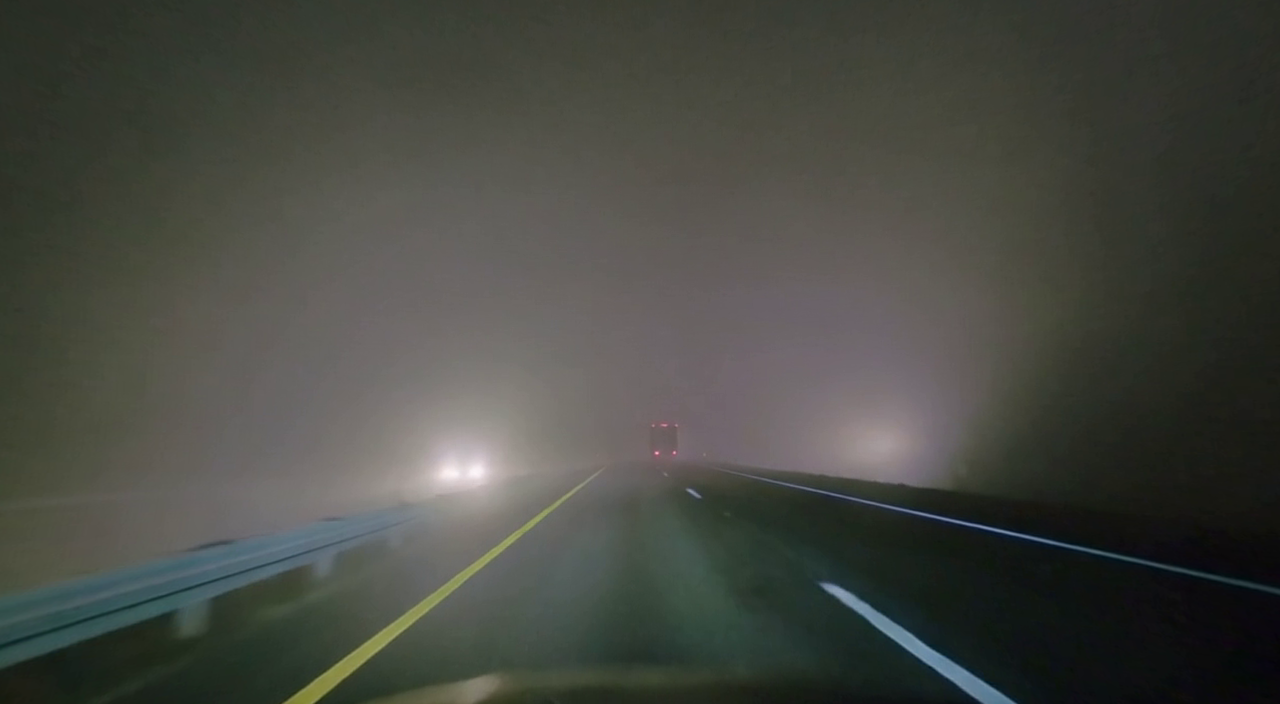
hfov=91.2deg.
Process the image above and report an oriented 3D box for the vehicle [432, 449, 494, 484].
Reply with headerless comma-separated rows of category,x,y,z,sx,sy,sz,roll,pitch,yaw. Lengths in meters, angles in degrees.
vehicle,-9.030,5.853,32.303,1.964,1.668,4.267,0,-9,-1
